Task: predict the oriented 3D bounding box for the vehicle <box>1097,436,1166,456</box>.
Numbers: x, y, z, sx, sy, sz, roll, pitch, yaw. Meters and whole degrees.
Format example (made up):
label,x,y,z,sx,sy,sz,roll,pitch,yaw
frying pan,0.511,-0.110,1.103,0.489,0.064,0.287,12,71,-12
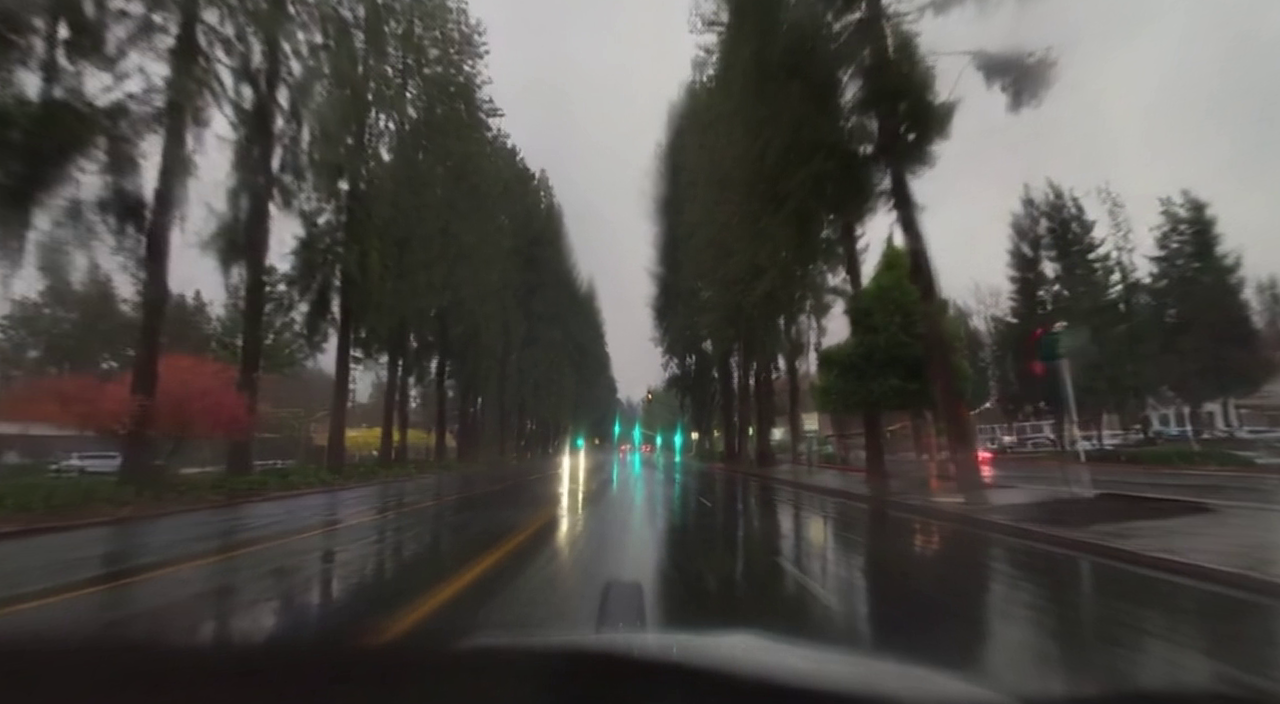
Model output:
label,x,y,z,sx,sy,sz,roll,pitch,yaw
vehicle,38.661,7.424,49.817,1.860,1.467,4.614,0,-9,2
